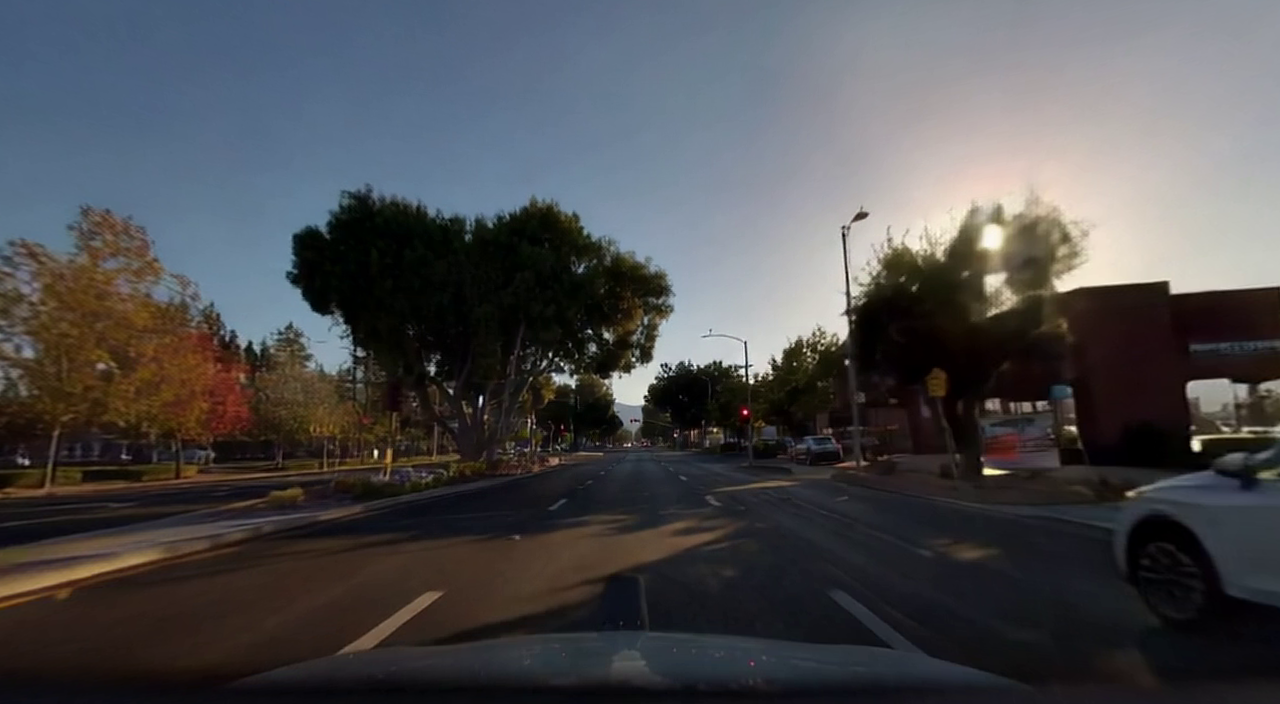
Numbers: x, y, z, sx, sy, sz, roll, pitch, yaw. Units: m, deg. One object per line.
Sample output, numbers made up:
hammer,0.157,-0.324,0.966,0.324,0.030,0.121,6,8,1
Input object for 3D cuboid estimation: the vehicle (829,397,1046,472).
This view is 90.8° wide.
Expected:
vehicle,14.346,4.049,31.044,9.127,3.409,2.992,1,-8,-2

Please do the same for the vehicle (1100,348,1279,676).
vehicle,4.770,0.740,2.422,2.245,1.864,5.076,0,-8,2
